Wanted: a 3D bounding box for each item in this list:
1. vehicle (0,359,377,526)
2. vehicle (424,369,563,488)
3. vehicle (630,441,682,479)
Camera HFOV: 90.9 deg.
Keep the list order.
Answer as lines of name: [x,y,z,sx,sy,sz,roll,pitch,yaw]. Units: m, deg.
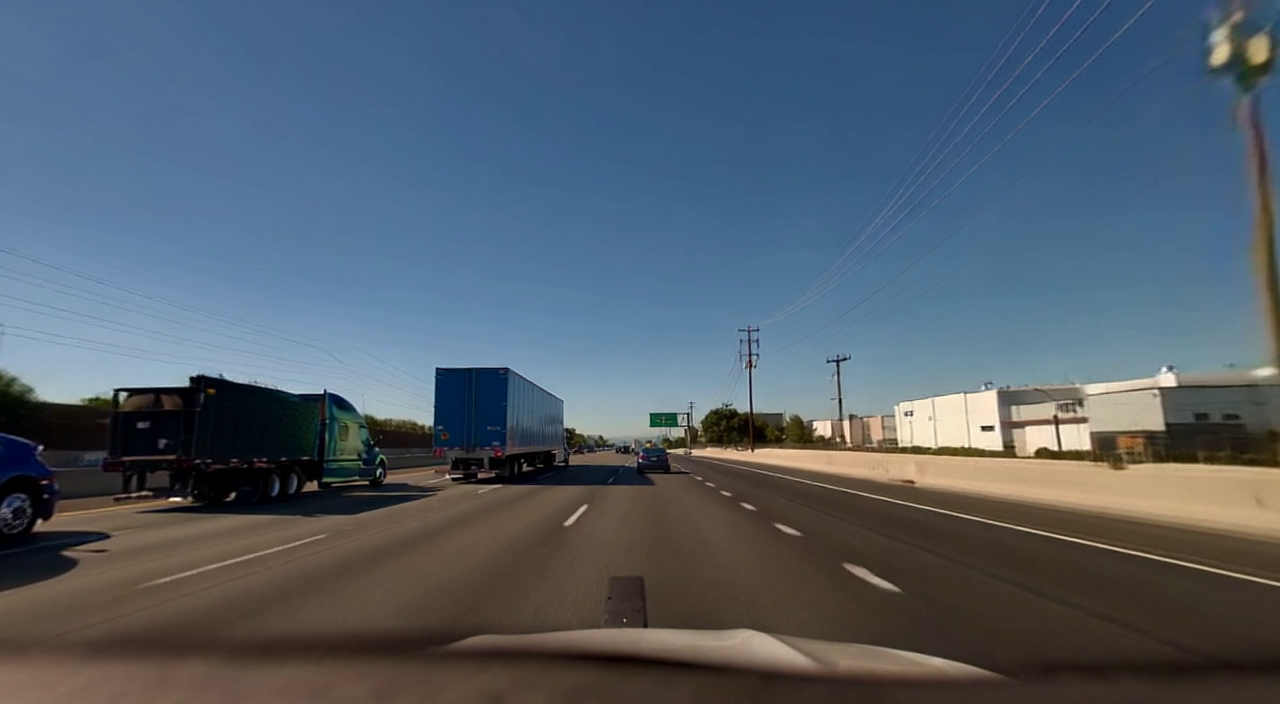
vehicle: [-10.491,2.385,16.673,2.896,3.140,9.491,0,-8,1]
vehicle: [-5.963,3.755,29.437,2.907,4.081,15.311,0,-8,0]
vehicle: [0.624,4.597,27.143,2.055,1.514,4.323,0,-8,0]
